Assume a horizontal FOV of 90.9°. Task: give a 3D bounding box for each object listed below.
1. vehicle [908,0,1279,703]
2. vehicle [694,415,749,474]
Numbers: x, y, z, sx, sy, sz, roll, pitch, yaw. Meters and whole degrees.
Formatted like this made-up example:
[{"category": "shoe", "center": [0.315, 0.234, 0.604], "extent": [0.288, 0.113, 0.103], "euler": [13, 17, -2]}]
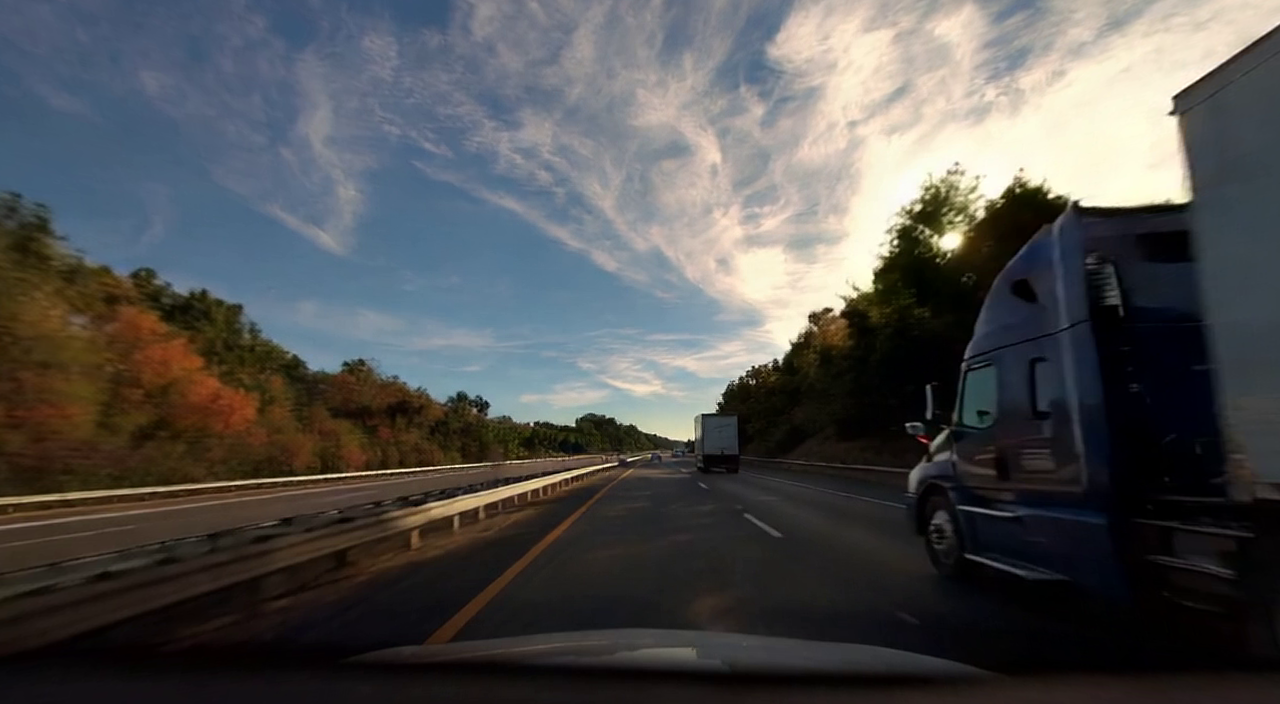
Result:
[{"category": "vehicle", "center": [4.233, 0.052, 3.210], "extent": [2.990, 3.561, 6.145], "euler": [0, -9, 1]}, {"category": "vehicle", "center": [5.025, 5.907, 40.000], "extent": [2.682, 3.349, 7.138], "euler": [0, -9, 1]}]
